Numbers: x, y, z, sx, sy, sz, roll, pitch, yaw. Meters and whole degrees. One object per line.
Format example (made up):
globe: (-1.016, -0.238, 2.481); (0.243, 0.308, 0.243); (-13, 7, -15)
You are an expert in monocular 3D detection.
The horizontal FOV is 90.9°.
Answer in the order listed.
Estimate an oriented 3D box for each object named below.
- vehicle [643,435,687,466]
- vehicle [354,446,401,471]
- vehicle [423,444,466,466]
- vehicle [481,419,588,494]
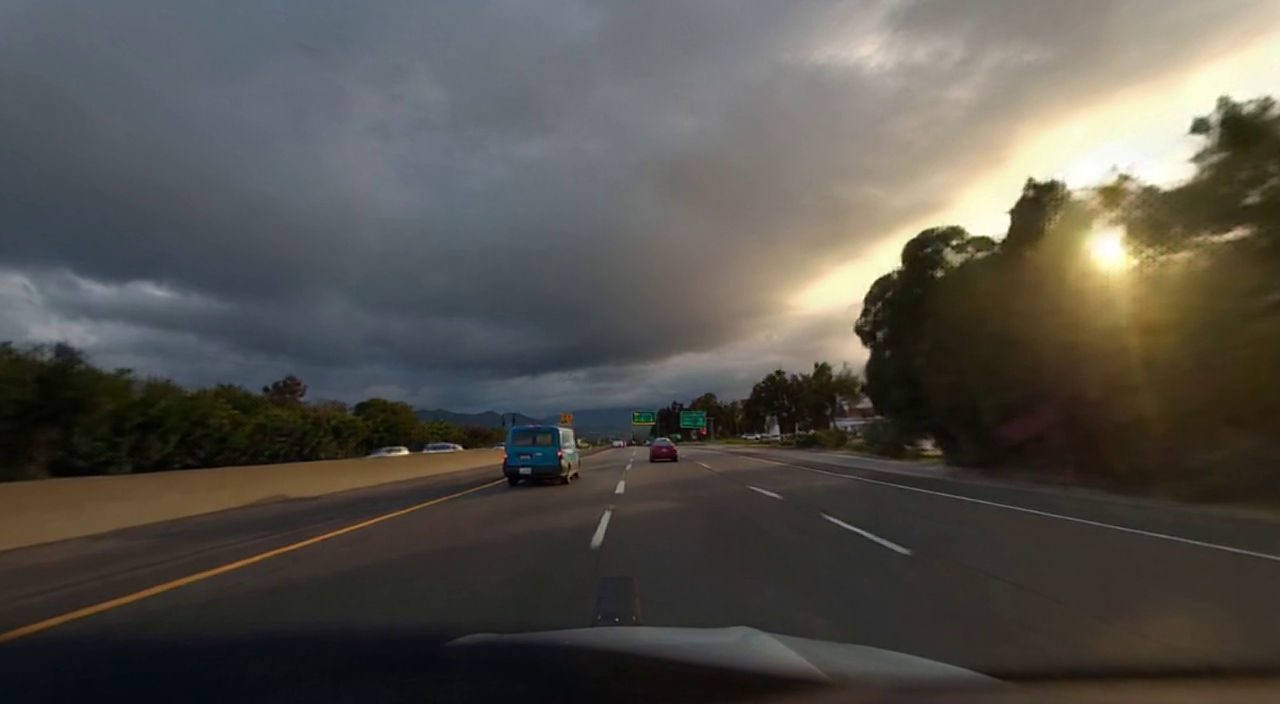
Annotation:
vehicle: (1.276, 5.310, 34.356); (2.151, 1.550, 4.694); (0, -8, -1)
vehicle: (-18.609, 7.535, 44.859); (1.890, 1.607, 3.350); (0, -8, 0)
vehicle: (-13.894, 7.343, 45.009); (1.805, 1.467, 3.531); (0, -8, 2)
vehicle: (-2.637, 2.722, 16.878); (2.061, 1.732, 4.457); (0, -8, 1)
